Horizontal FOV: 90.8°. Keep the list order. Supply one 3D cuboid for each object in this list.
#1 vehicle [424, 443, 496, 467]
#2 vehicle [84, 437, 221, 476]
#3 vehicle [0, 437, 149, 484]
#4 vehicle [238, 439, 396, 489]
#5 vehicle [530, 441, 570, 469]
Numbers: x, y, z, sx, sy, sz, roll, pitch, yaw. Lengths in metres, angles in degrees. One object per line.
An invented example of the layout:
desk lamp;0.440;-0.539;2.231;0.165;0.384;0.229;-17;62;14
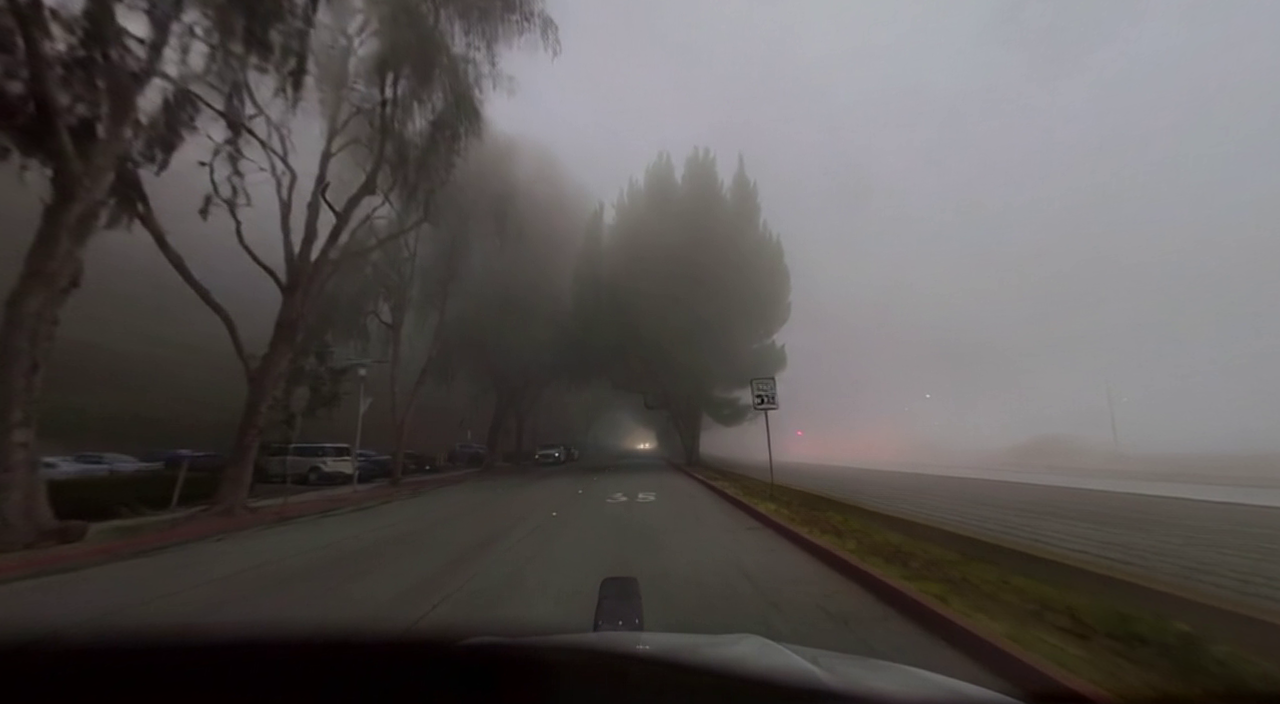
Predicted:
vehicle;-14.092;8.099;49.672;4.991;1.692;1.960;2;-8;-2
vehicle;-26.133;5.581;34.027;5.348;1.967;2.358;0;-8;0
vehicle;-25.549;4.839;28.434;5.181;1.935;2.056;0;-8;4
vehicle;-13.518;4.689;26.746;5.428;1.908;2.196;1;-8;0
vehicle;-6.592;7.584;46.893;2.109;1.847;5.553;0;-7;0
